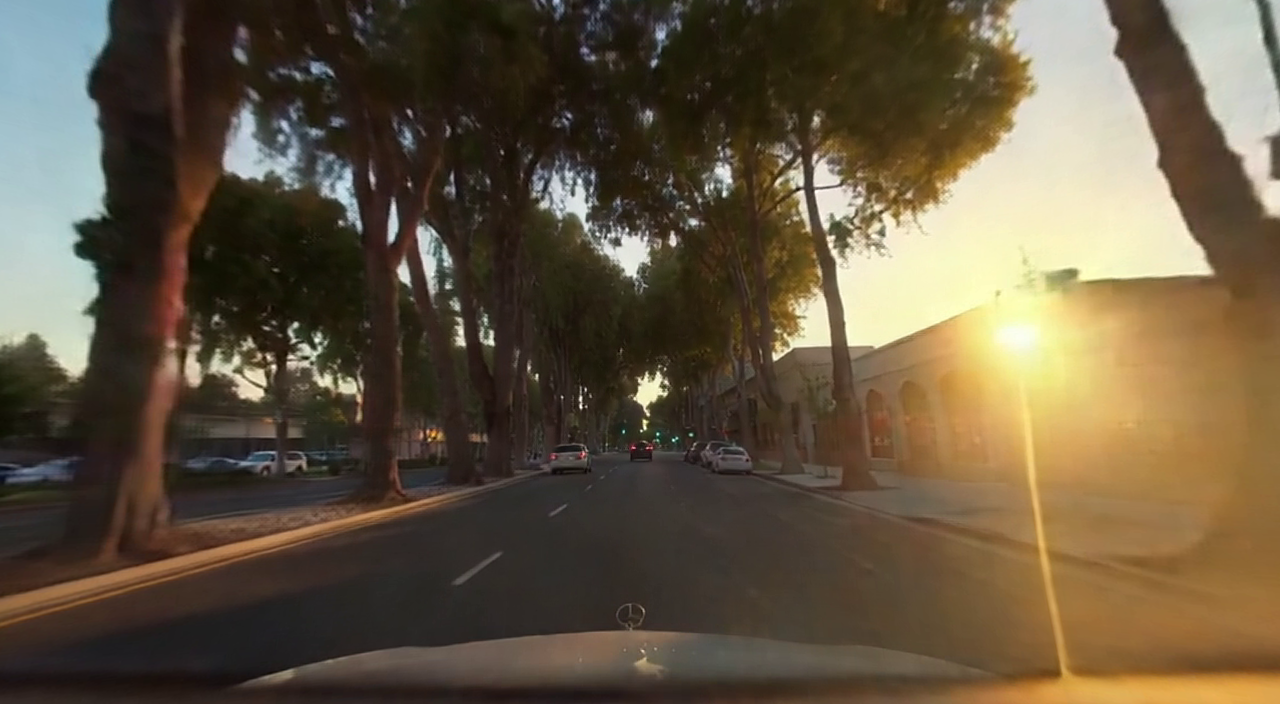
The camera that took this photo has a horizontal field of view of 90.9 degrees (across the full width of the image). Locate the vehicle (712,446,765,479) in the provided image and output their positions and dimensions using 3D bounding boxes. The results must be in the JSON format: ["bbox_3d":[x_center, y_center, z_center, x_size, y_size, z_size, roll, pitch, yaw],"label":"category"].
[{"bbox_3d":[4.628,5.257,30.257,1.896,1.451,4.329,0,-9,0],"label":"vehicle"}]

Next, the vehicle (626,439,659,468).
[{"bbox_3d":[0.192,6.653,41.303,2.075,1.770,4.018,0,-9,0],"label":"vehicle"}]

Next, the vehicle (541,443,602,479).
[{"bbox_3d":[-3.054,4.987,29.092,2.151,1.484,4.468,0,-9,2],"label":"vehicle"}]

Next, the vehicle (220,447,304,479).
[{"bbox_3d":[-26.924,7.887,45.206,2.231,2.124,5.680,0,-9,4],"label":"vehicle"}]
